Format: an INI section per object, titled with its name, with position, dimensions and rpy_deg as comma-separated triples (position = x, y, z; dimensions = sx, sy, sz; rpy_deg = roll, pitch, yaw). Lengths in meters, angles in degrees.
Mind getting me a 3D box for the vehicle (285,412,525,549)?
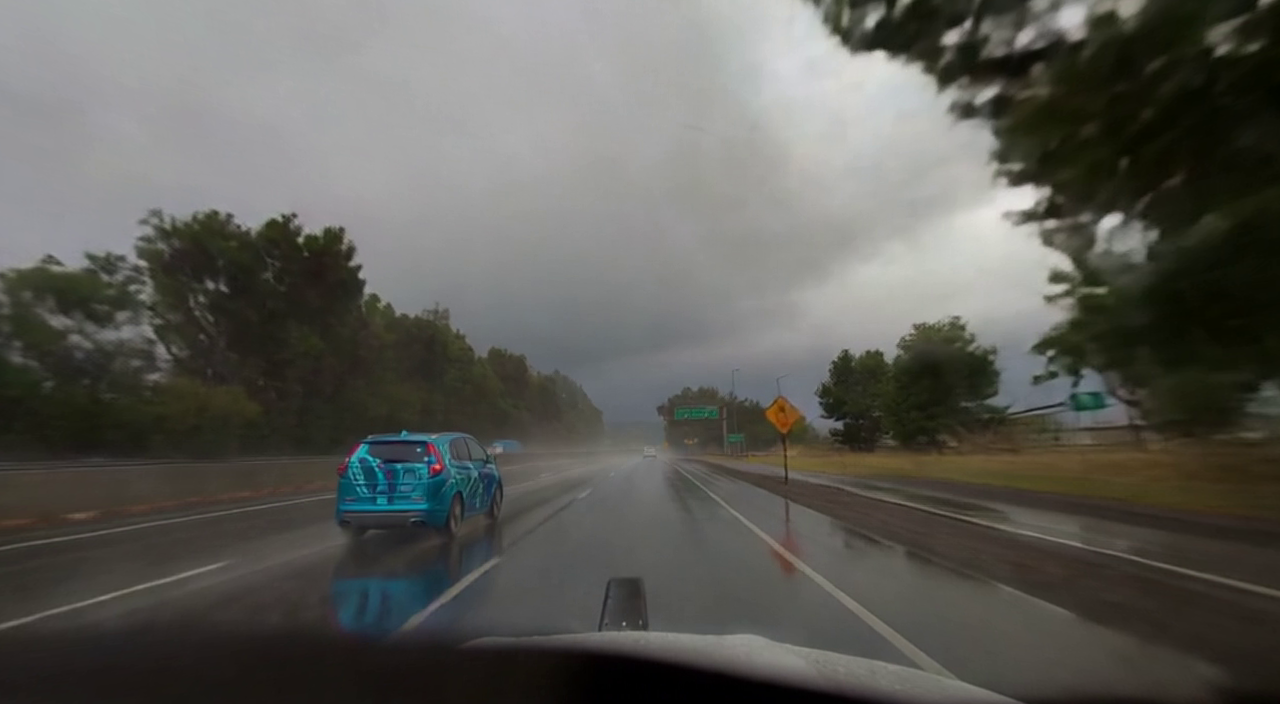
[vehicle]
position = -3.576, 2.051, 10.816
dimensions = 2.183, 1.803, 4.685
rpy_deg = 0, -8, 2
